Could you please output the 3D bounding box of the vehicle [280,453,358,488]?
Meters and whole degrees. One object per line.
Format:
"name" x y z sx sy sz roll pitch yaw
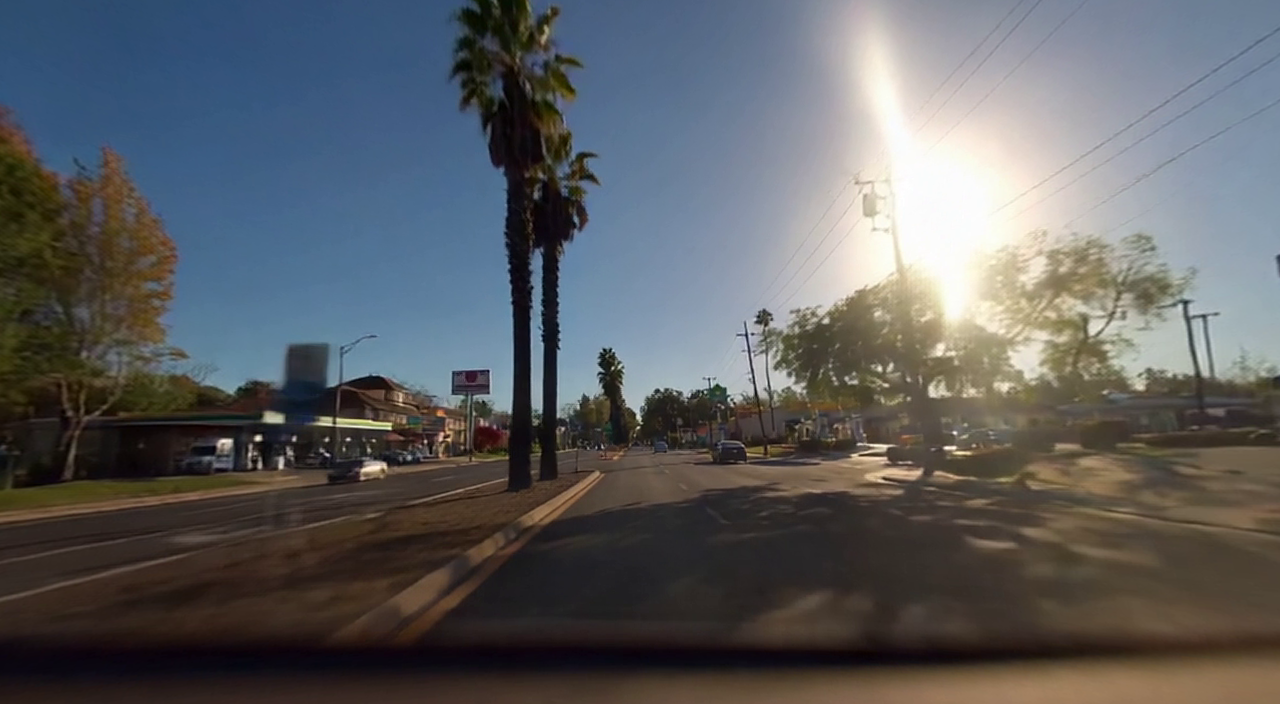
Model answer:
"vehicle" -16.045 5.904 31.786 1.916 1.545 3.896 0 -8 -2

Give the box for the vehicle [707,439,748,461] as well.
"vehicle" 6.298 7.092 45.968 2.261 1.479 4.403 0 -8 -2
